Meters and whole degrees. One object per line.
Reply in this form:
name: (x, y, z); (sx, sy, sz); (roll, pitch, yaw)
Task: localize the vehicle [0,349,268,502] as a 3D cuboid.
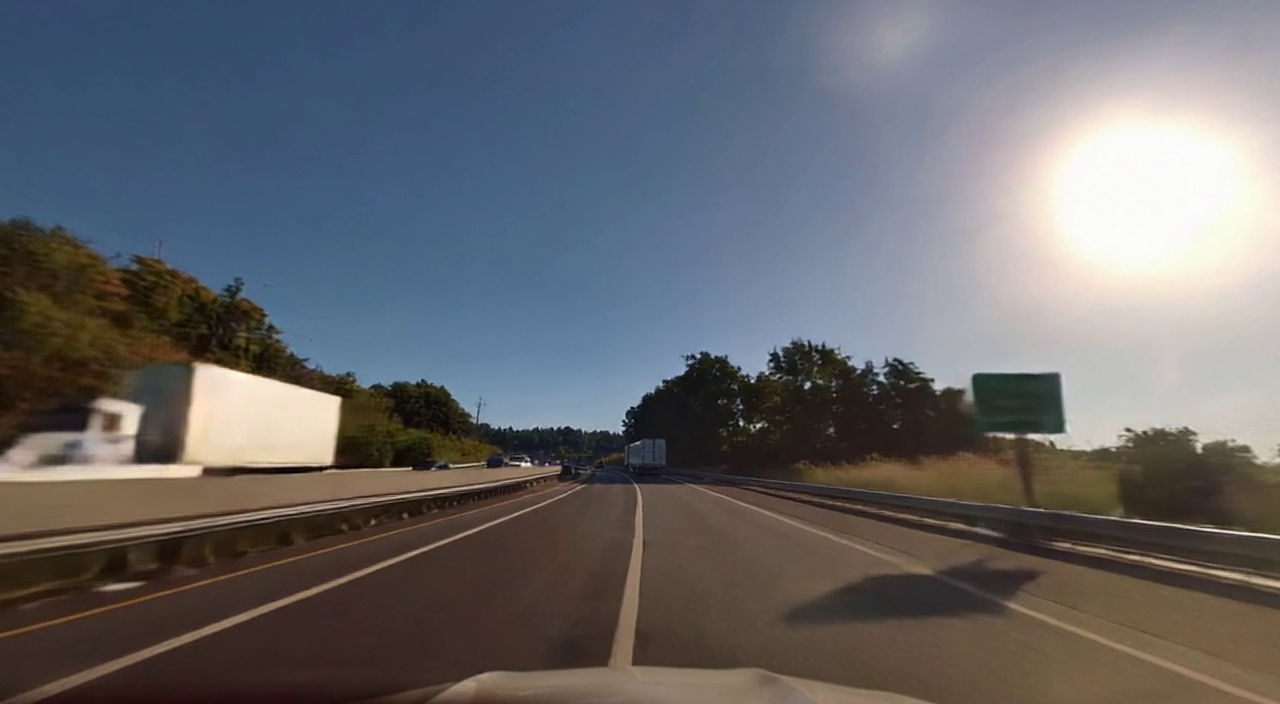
vehicle: (-15.260, 2.442, 19.797); (3.462, 4.089, 5.413); (1, -11, 1)

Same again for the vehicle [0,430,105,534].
vehicle: (-10.908, 1.910, 9.311); (1.919, 1.589, 4.558); (1, -11, 0)
